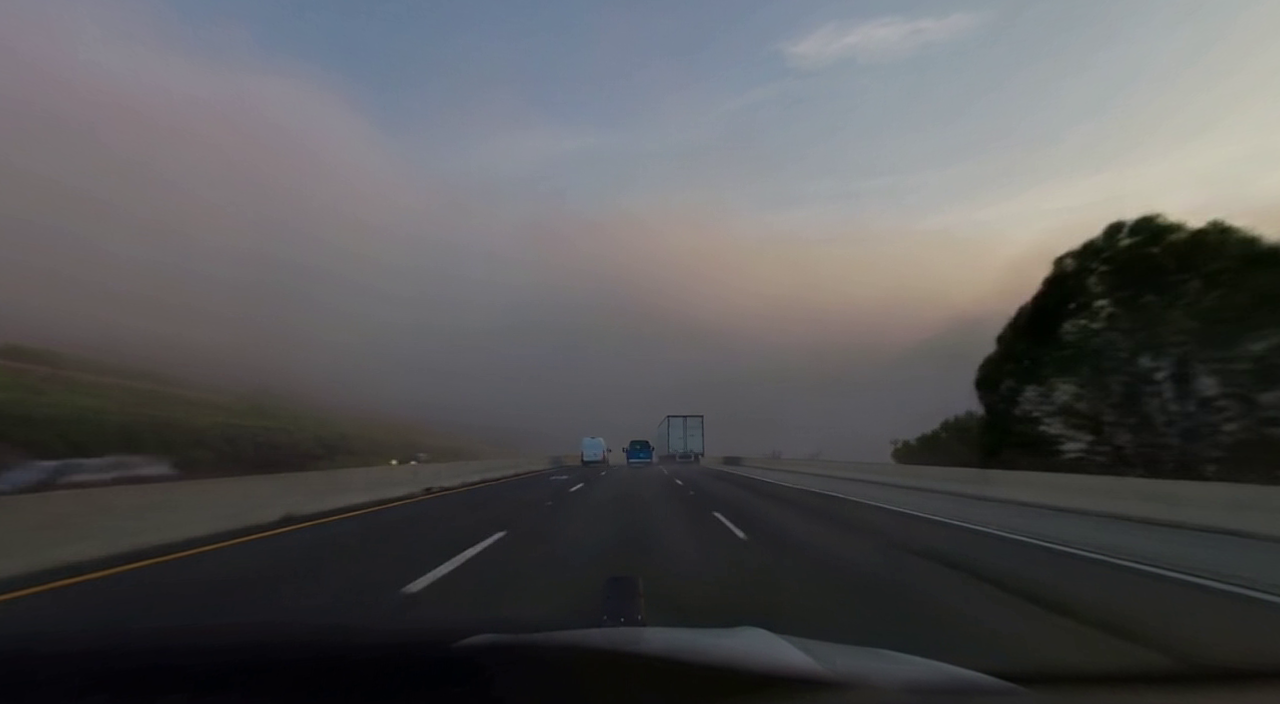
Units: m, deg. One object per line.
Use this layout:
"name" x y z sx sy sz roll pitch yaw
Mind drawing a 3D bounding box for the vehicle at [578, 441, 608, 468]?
"vehicle" -3.665 8.054 49.717 1.955 2.004 4.792 0 -9 1

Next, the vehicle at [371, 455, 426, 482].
"vehicle" -16.116 7.763 42.263 1.887 1.653 4.289 0 -9 1

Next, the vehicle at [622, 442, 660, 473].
"vehicle" 0.061 6.526 39.029 2.166 1.747 4.299 0 -9 0
